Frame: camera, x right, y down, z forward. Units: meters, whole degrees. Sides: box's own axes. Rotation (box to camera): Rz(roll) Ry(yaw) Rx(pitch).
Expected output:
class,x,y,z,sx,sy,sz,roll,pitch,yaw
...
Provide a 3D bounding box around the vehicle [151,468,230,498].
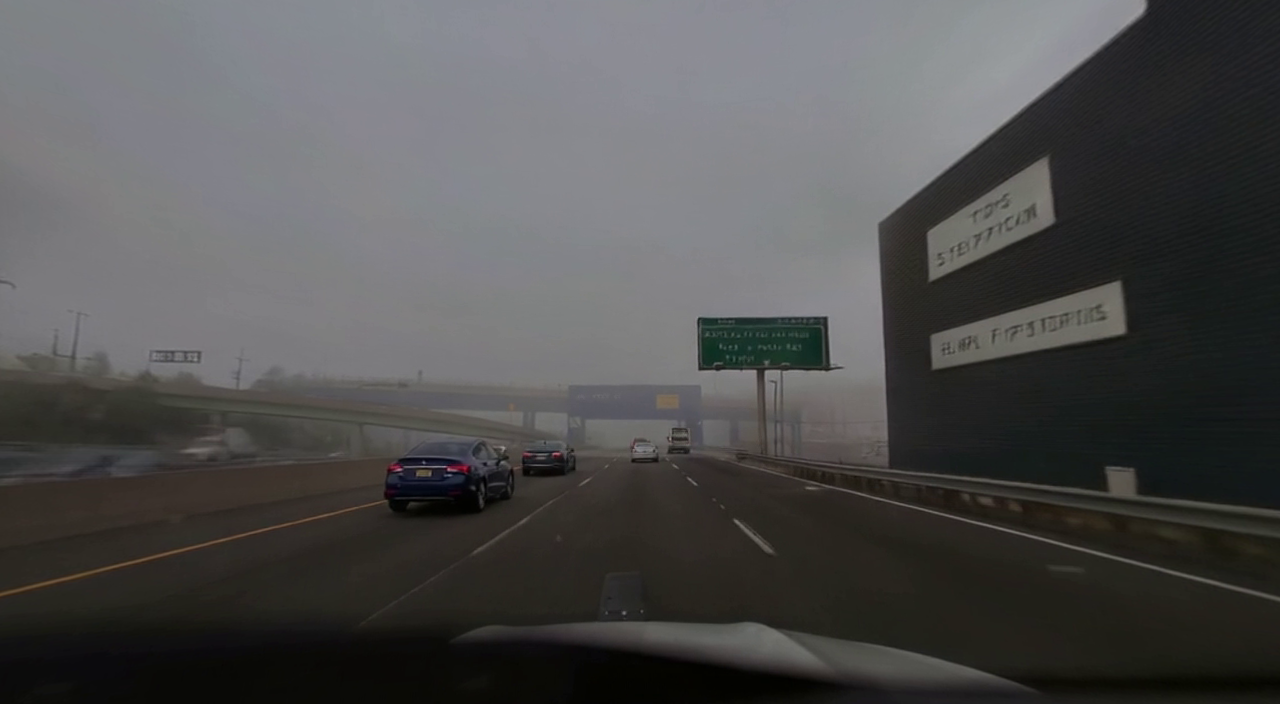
class,x,y,z,sx,sy,sz,roll,pitch,yaw
vehicle,-31.592,9.221,44.527,2.002,1.782,4.776,0,-8,1

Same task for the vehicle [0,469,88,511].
class,x,y,z,sx,sy,sz,roll,pitch,yaw
vehicle,-35.458,7.802,35.860,2.649,1.971,5.971,0,-8,1

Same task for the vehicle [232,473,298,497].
class,x,y,z,sx,sy,sz,roll,pitch,yaw
vehicle,-28.252,9.995,47.678,2.125,1.513,4.588,0,-8,1

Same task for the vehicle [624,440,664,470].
class,x,y,z,sx,sy,sz,roll,pitch,yaw
vehicle,0.187,5.063,31.126,1.877,1.386,3.872,0,-8,0

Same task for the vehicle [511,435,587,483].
class,x,y,z,sx,sy,sz,roll,pitch,yaw
vehicle,-3.249,3.923,23.392,2.064,1.589,4.213,0,-8,2
